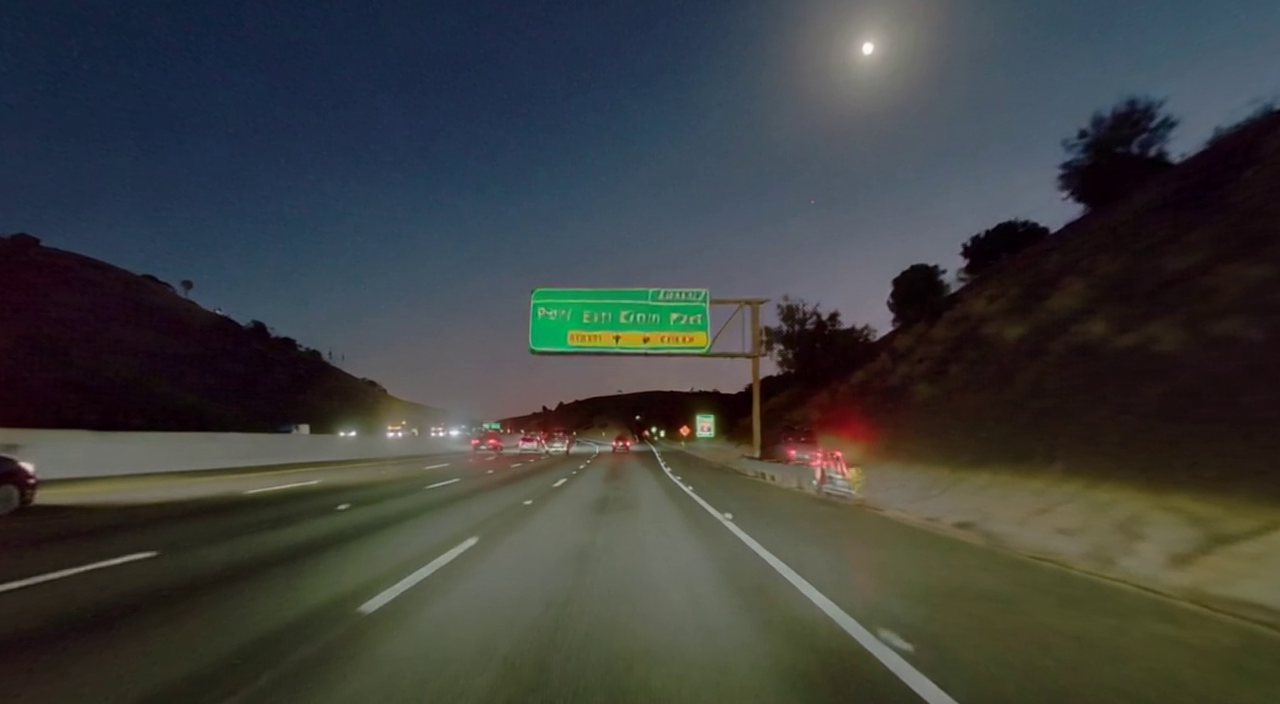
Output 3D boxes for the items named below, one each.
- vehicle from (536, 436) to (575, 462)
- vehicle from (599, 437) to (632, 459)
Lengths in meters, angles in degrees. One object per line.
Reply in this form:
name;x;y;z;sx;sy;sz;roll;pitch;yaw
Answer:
vehicle;-5.424;6.307;40.968;2.060;1.631;4.214;0;-8;-1
vehicle;-1.867;7.331;48.255;2.421;1.594;4.248;0;-8;-2
